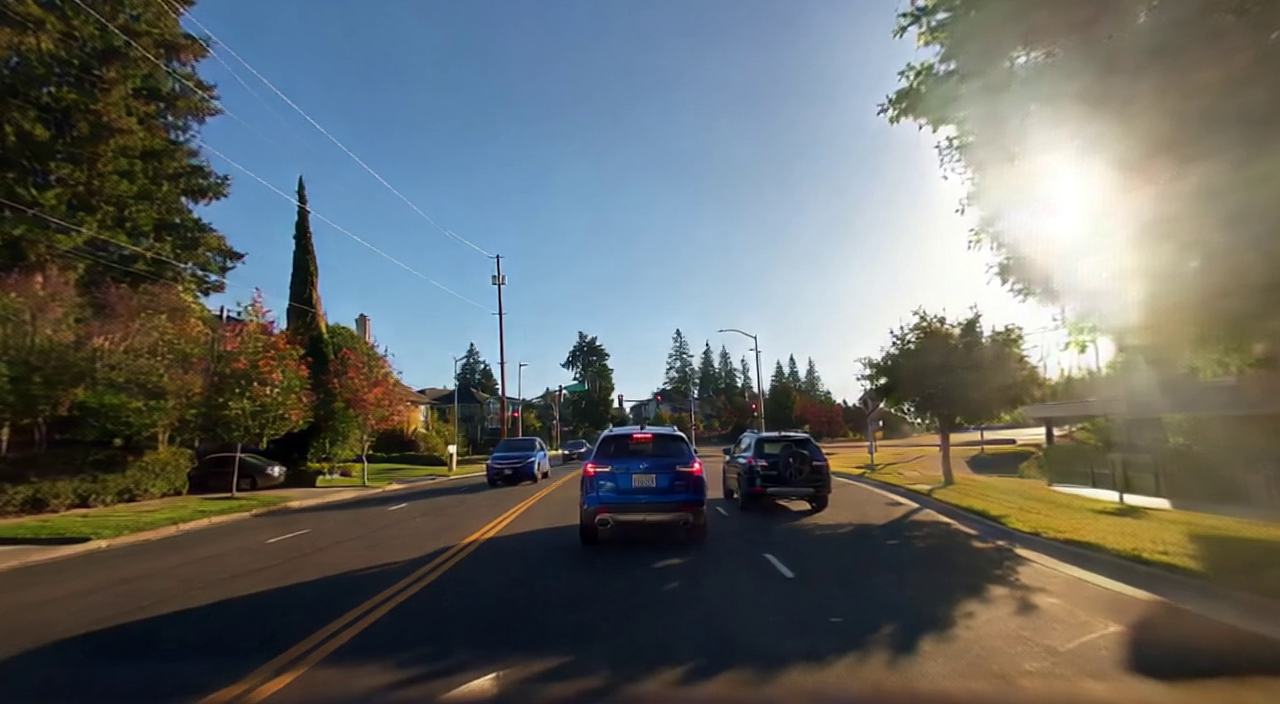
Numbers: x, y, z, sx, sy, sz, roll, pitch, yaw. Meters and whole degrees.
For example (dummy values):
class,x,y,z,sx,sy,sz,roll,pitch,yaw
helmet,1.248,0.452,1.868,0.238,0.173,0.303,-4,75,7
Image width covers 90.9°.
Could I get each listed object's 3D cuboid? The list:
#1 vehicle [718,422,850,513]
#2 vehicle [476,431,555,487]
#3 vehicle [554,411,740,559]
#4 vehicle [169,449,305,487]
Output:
class,x,y,z,sx,sy,sz,roll,pitch,yaw
vehicle,3.081,2.569,14.495,1.967,1.756,4.281,0,-8,-1
vehicle,-4.788,4.198,25.170,2.138,1.938,5.584,0,-8,-1
vehicle,0.055,1.843,9.438,2.151,1.695,4.100,0,-8,-1
vehicle,-16.161,4.663,25.433,4.245,1.446,1.827,0,-8,0
